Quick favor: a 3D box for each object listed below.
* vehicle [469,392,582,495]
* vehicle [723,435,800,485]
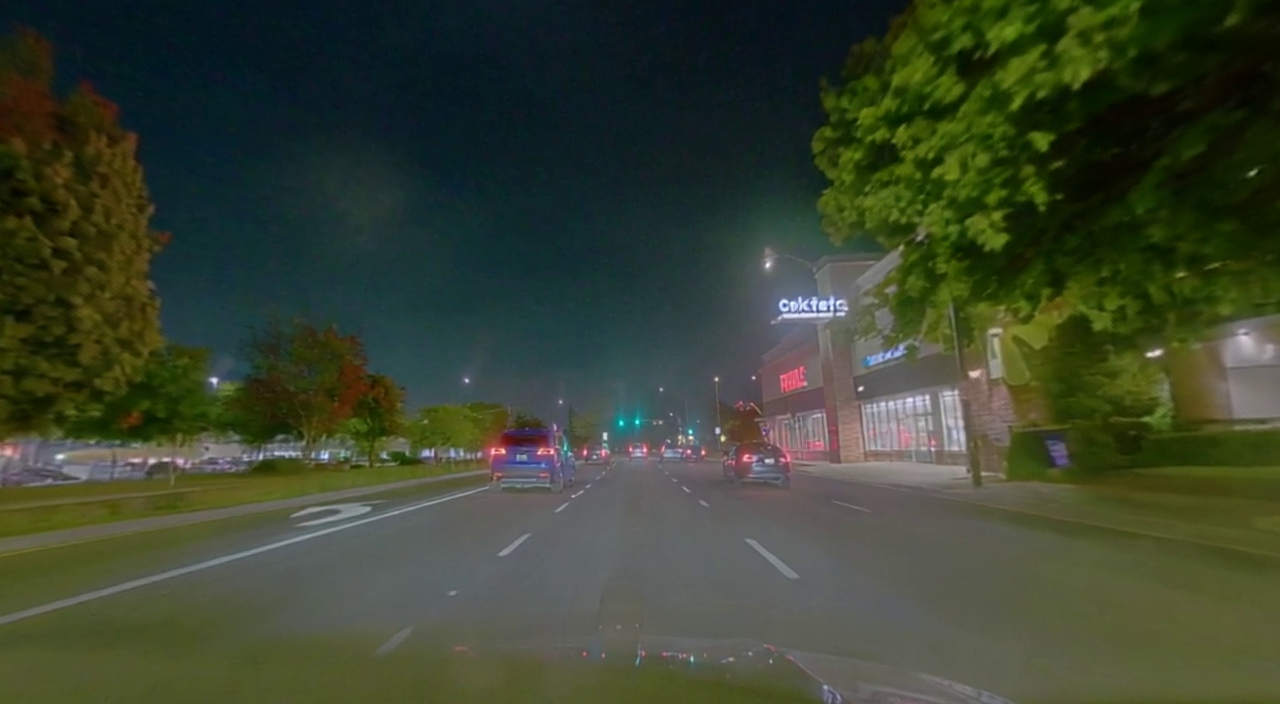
[{"bbox_3d":[-3.403,2.946,20.227,2.443,2.784,5.862,0,-9,1],"label":"vehicle"},{"bbox_3d":[4.307,3.886,23.027,1.869,1.646,4.166,0,-9,-2],"label":"vehicle"}]
